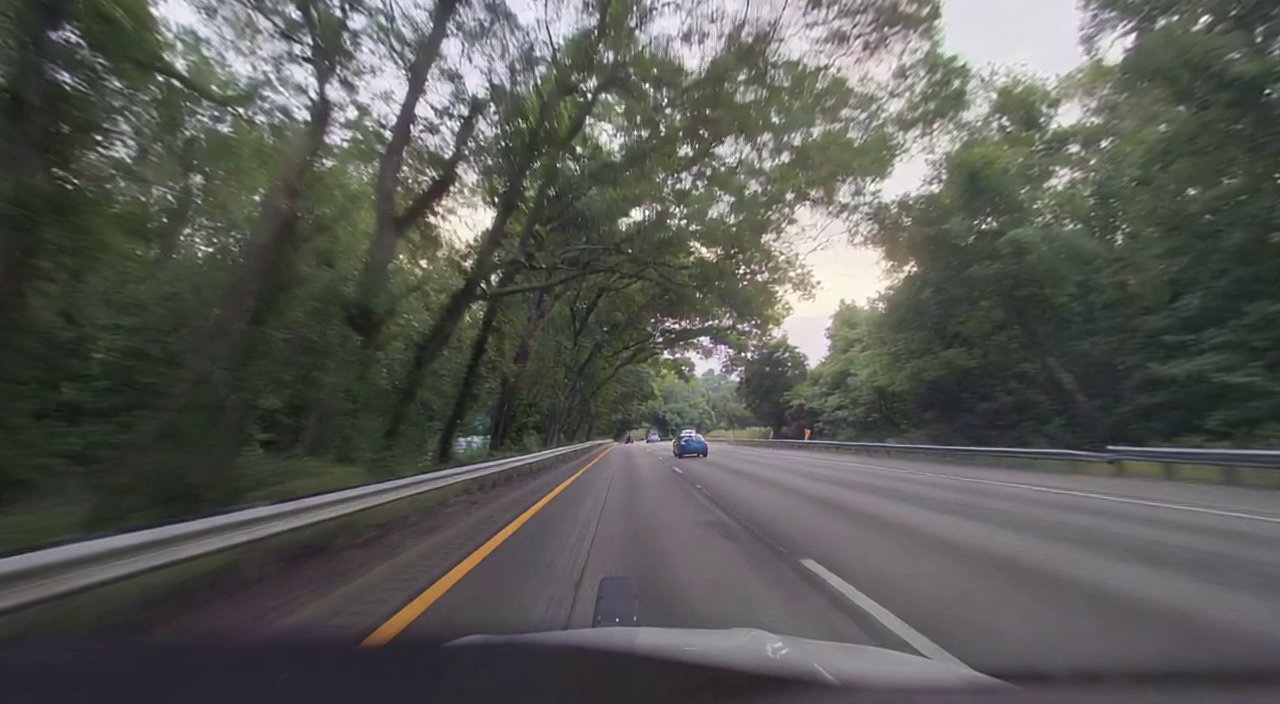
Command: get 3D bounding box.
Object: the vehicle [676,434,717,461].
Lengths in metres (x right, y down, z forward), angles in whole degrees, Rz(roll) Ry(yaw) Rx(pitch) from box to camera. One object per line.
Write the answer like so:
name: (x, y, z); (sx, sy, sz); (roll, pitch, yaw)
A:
vehicle: (3.336, 5.710, 37.934); (2.017, 1.502, 4.369); (0, -8, -1)

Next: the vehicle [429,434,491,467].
vehicle: (-9.200, 5.045, 32.554); (1.973, 1.593, 4.516); (0, -8, -1)
